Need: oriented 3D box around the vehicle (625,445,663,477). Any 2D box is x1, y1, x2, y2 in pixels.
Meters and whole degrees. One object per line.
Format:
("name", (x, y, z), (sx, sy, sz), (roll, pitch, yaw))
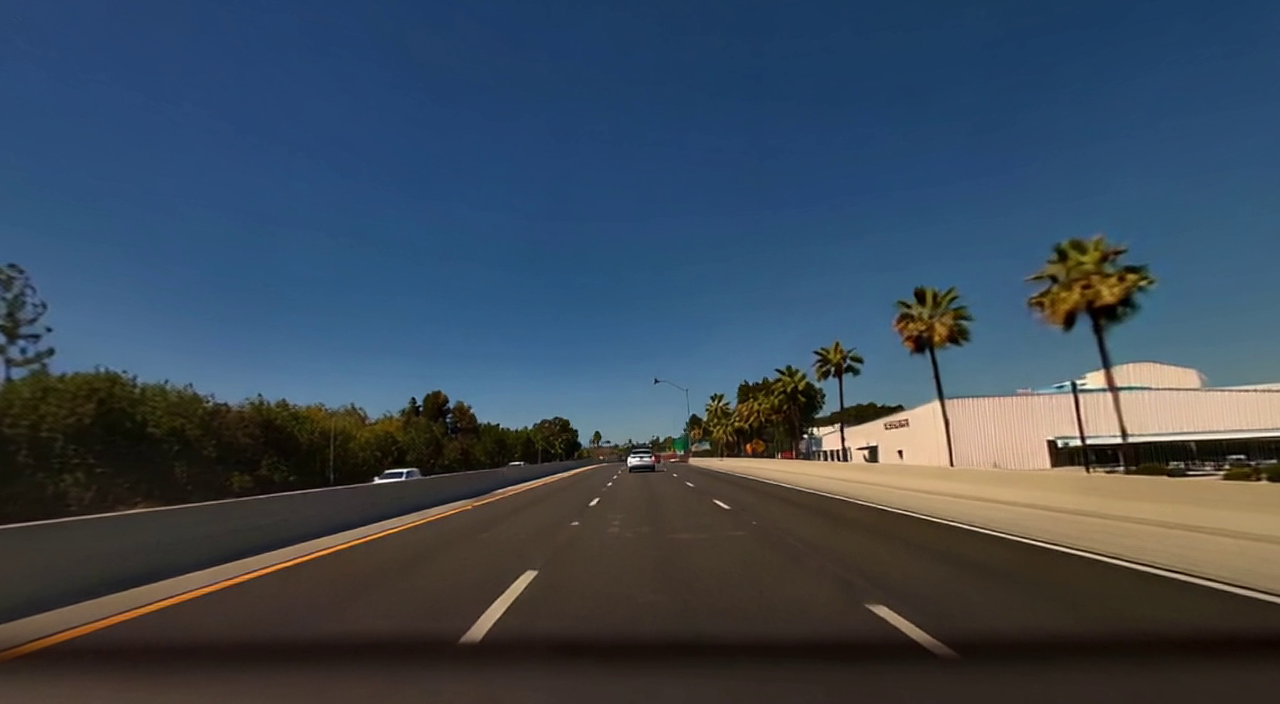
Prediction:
("vehicle", (0.216, 6.353, 37.015), (2.089, 1.718, 4.193), (0, -9, 0))
